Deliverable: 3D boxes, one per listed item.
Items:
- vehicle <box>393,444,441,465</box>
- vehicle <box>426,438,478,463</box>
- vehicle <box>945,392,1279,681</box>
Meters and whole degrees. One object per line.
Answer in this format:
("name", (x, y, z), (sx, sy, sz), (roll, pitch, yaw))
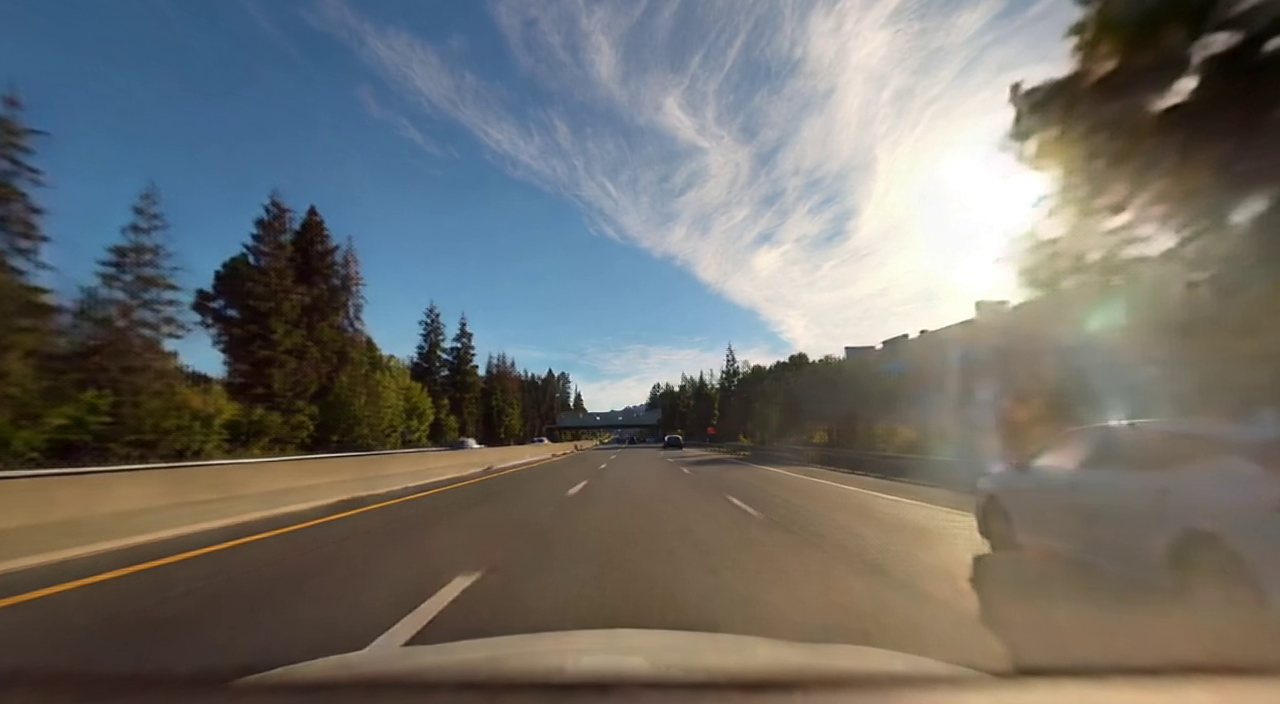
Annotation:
("vehicle", (-16.597, 7.618, 47.096), (2.045, 1.448, 4.278), (0, -8, 0))
("vehicle", (-12.196, 6.387, 41.186), (1.998, 1.519, 4.537), (0, -8, 0))
("vehicle", (4.577, 1.206, 4.814), (2.095, 1.587, 4.638), (0, -8, -1))
